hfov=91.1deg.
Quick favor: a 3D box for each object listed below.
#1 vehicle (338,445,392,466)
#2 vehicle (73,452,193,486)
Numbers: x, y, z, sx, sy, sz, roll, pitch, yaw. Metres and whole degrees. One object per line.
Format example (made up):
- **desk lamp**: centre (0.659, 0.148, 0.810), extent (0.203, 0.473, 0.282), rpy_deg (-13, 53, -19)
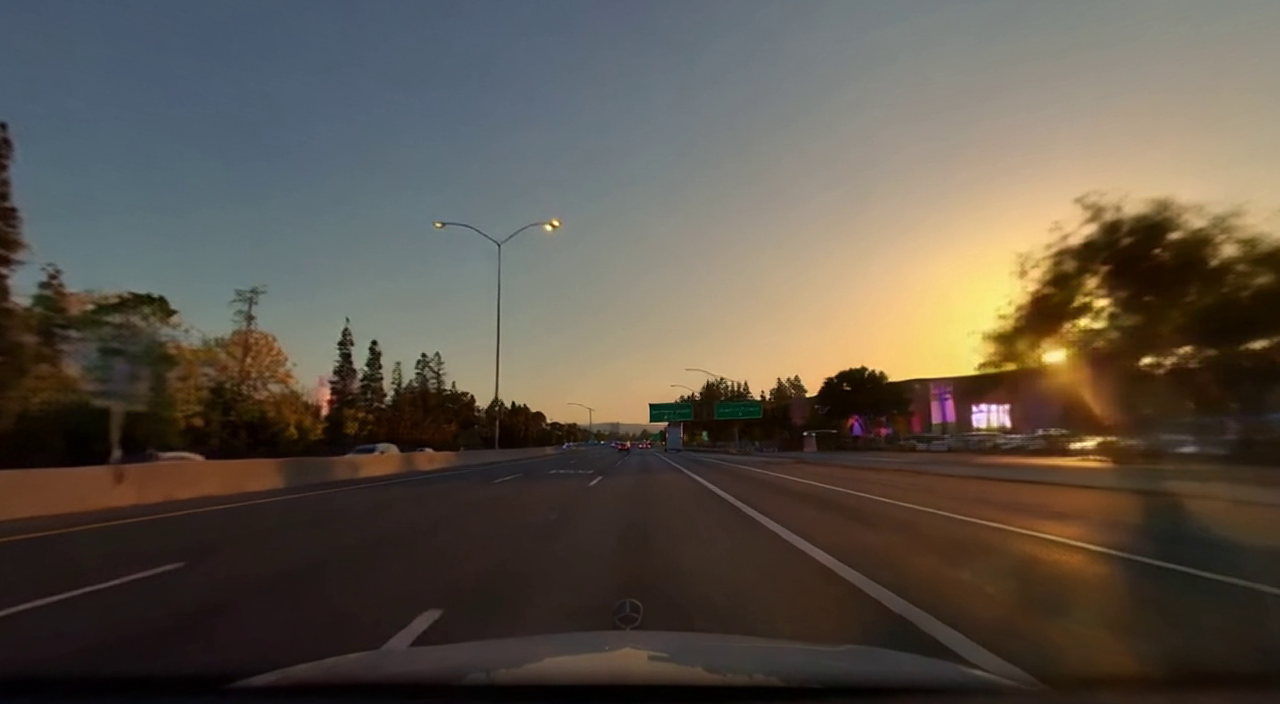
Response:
- **vehicle**: centre (-20.875, 7.858, 47.814), extent (2.001, 1.528, 4.616), rpy_deg (0, -8, 1)
- **vehicle**: centre (-24.462, 5.640, 30.558), extent (1.862, 1.445, 4.694), rpy_deg (0, -8, 1)
